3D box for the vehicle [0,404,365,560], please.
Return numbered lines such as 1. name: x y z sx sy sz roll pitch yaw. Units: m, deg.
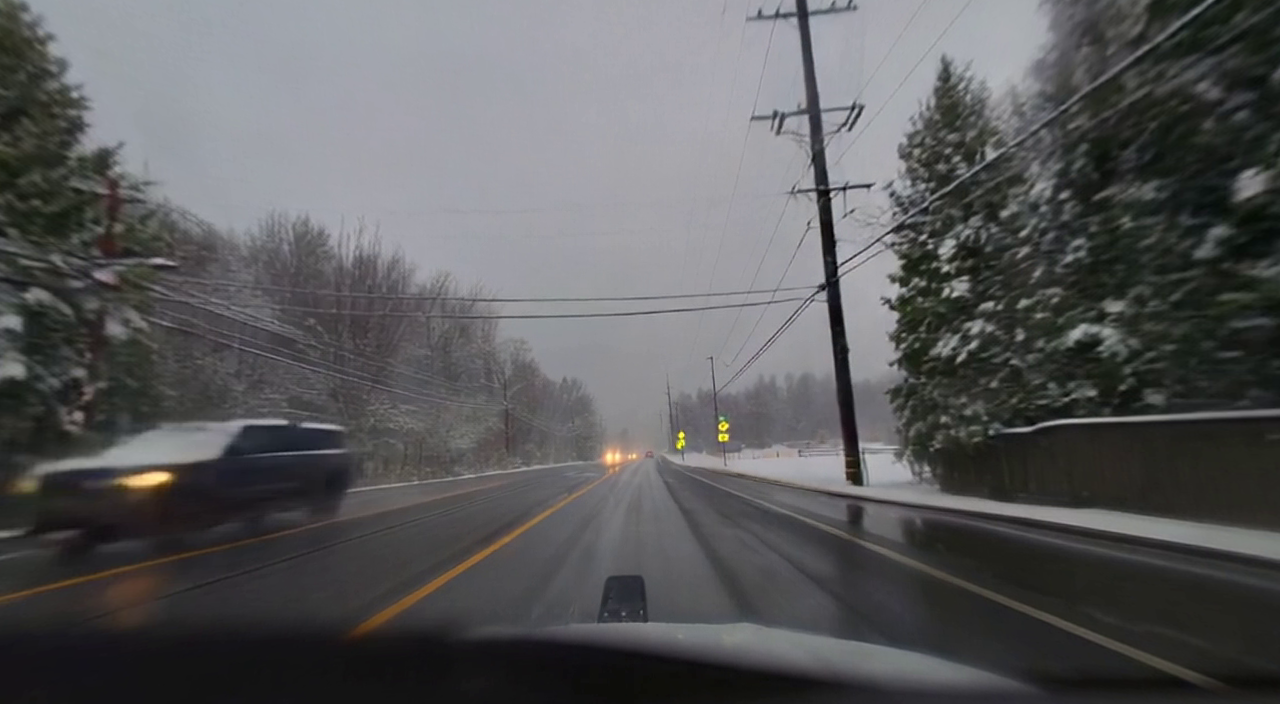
1. vehicle: -7.848 2.238 11.708 2.766 2.122 5.753 -1 -8 1
